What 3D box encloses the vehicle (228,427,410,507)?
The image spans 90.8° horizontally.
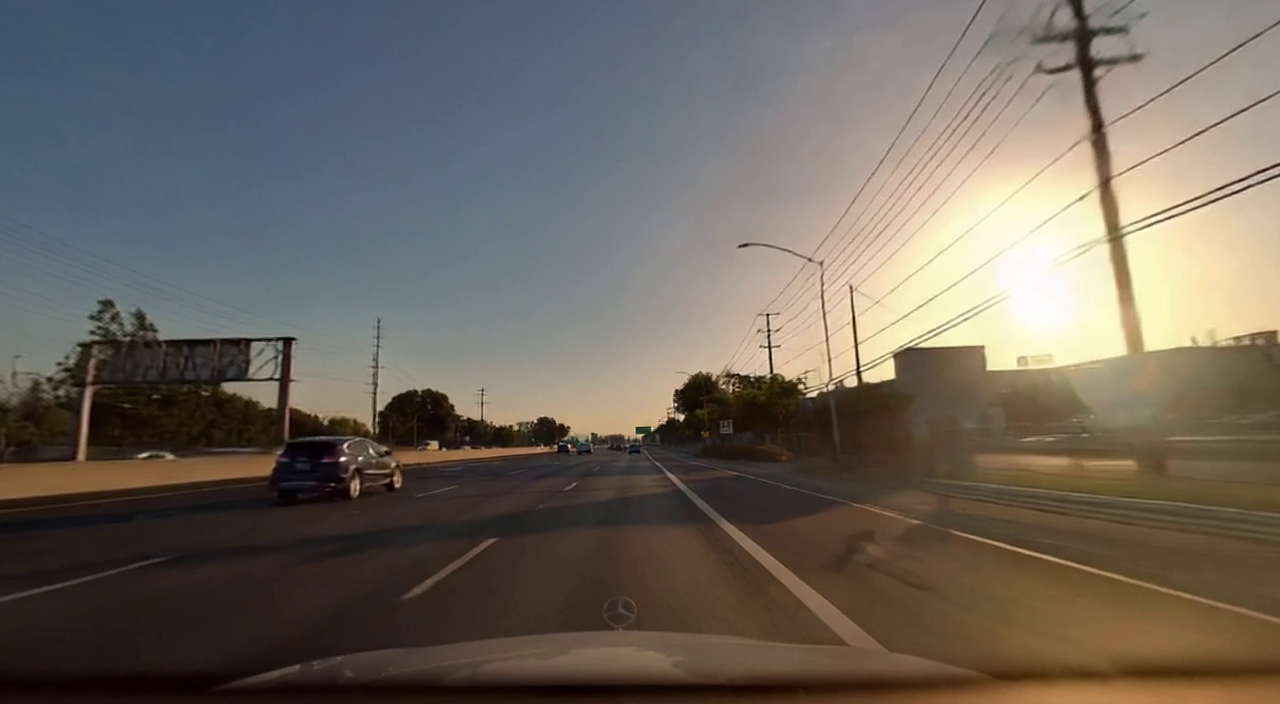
[{"bbox_3d":[-7.623,2.771,15.637,2.140,1.626,4.457,1,-9,0],"label":"vehicle"}]
